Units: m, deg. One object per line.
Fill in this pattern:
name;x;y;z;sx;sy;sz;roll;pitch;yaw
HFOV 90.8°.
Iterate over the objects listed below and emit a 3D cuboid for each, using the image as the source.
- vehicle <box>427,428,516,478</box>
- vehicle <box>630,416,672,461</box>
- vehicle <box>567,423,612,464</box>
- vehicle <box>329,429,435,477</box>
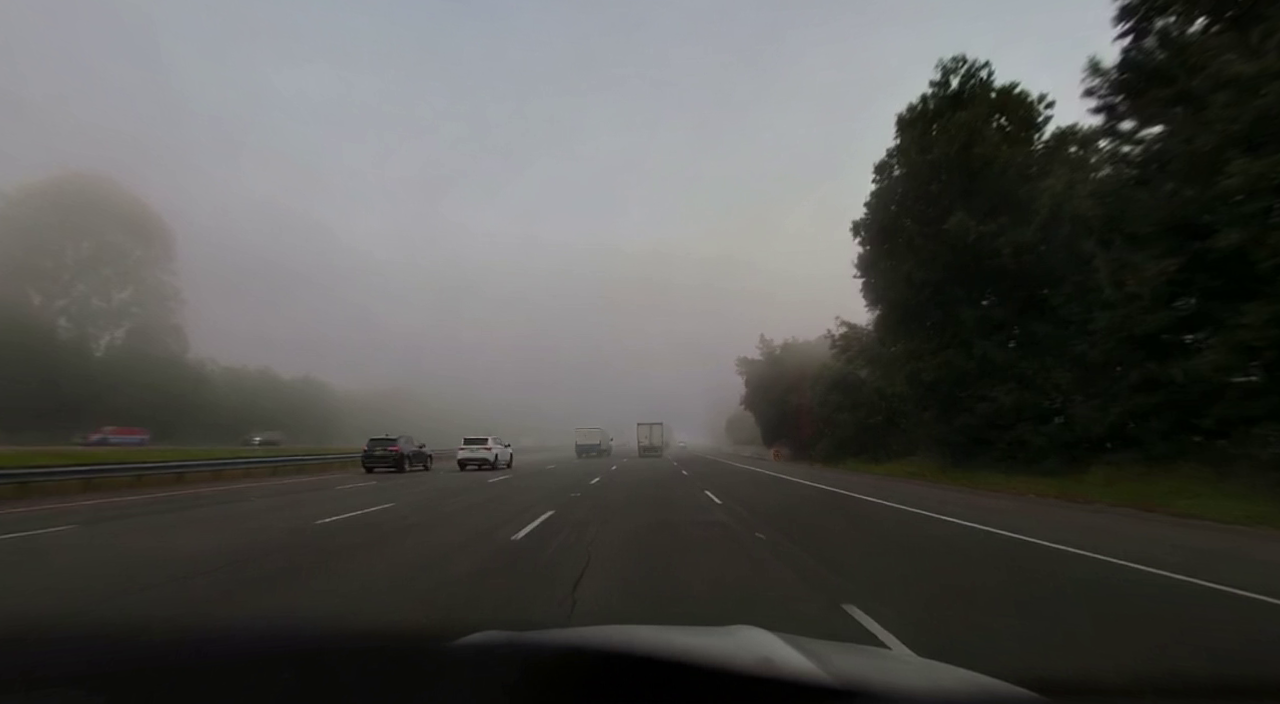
vehicle;-6.826;4.171;26.258;2.206;1.838;4.889;0;-8;1
vehicle;0.759;6.114;44.427;2.768;2.854;6.757;0;-8;1
vehicle;-3.241;6.039;41.760;2.328;2.519;5.238;0;-8;3
vehicle;-10.700;4.250;26.775;2.080;1.777;5.450;0;-8;1
